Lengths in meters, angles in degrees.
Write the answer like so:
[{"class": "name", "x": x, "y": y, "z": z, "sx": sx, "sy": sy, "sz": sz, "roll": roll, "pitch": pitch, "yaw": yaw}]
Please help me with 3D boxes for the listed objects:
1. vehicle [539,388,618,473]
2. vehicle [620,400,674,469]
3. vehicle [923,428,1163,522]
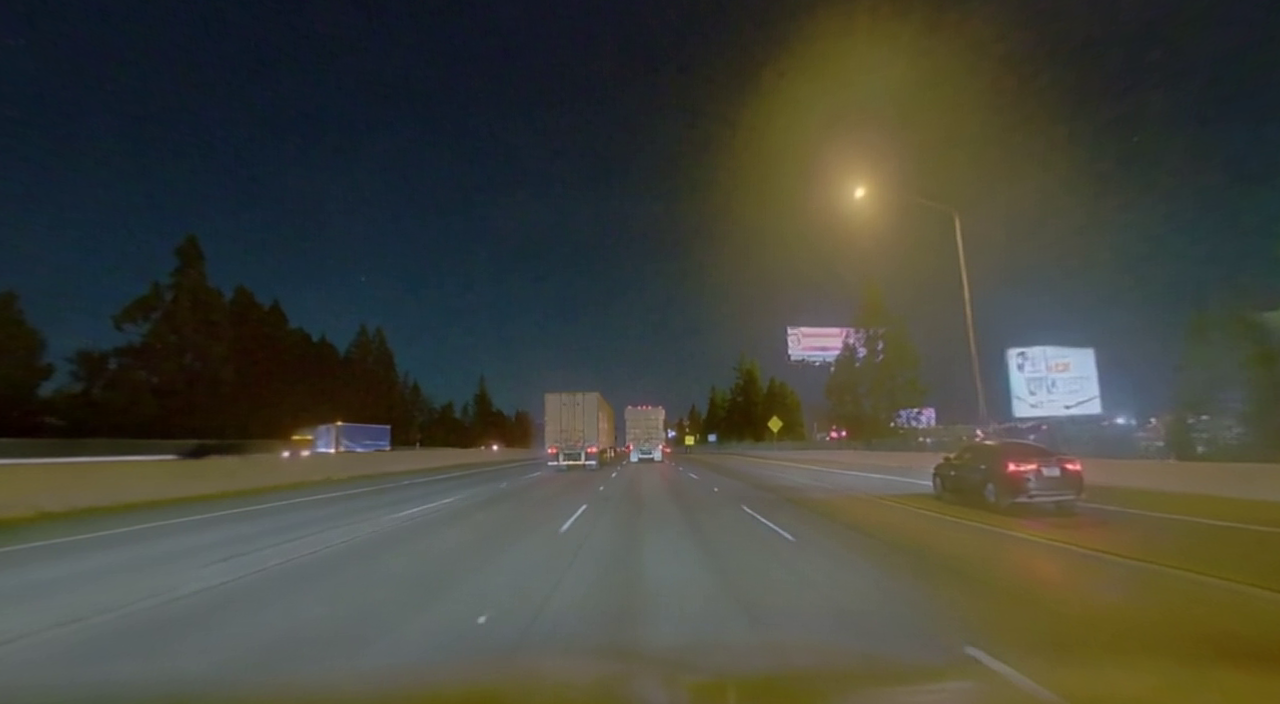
[{"class": "vehicle", "x": -3.073, "y": 4.451, "z": 35.389, "sx": 2.962, "sy": 3.947, "sz": 11.574, "roll": 0, "pitch": -8, "yaw": 1}, {"class": "vehicle", "x": 0.413, "y": 5.418, "z": 42.040, "sx": 3.054, "sy": 3.944, "sz": 11.230, "roll": -1, "pitch": -7, "yaw": 0}, {"class": "vehicle", "x": 7.835, "y": 2.382, "z": 12.937, "sx": 1.969, "sy": 1.560, "sz": 4.394, "roll": 1, "pitch": -8, "yaw": -1}]
